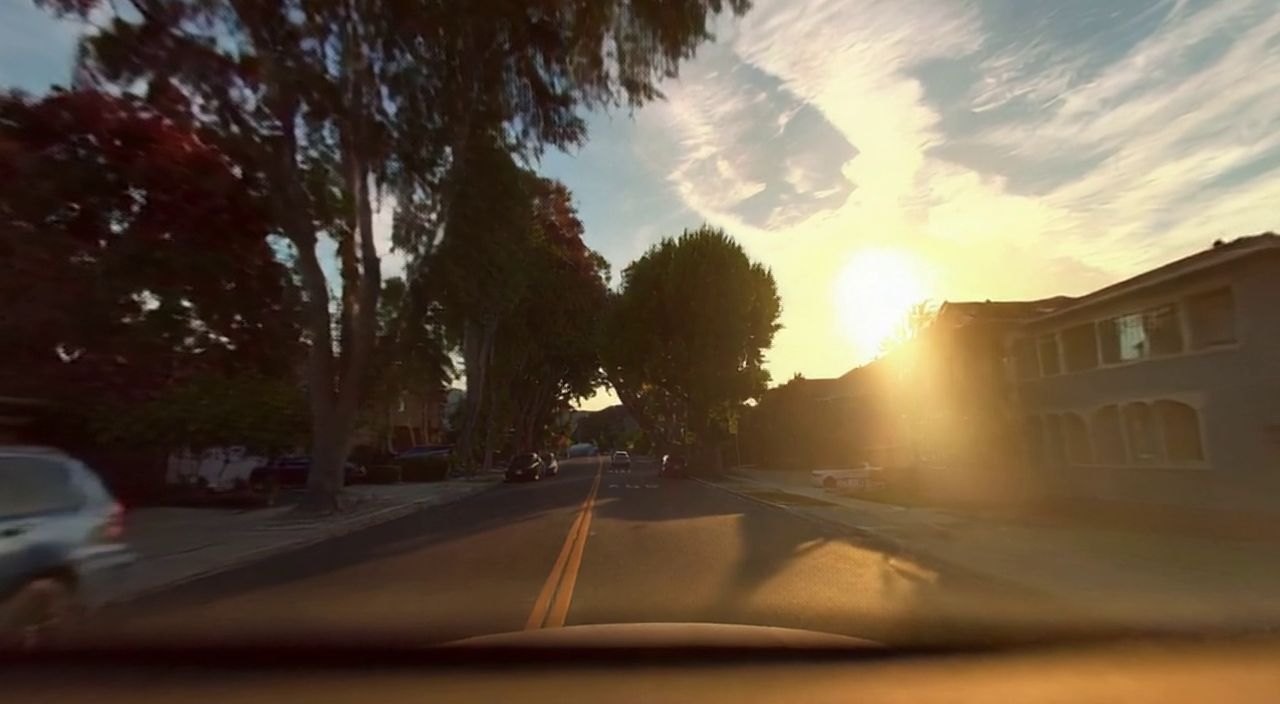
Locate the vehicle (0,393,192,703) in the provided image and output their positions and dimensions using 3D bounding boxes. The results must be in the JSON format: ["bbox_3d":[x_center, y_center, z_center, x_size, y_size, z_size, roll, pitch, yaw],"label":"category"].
[{"bbox_3d":[-4.760,1.069,2.942,2.093,1.810,4.555,-2,-9,-2],"label":"vehicle"}]

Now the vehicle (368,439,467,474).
[{"bbox_3d":[-13.632,6.415,38.933,5.234,2.076,2.197,0,-9,-1],"label":"vehicle"}]

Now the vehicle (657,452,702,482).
[{"bbox_3d":[2.194,6.565,36.434,2.047,1.532,4.350,0,-9,-4],"label":"vehicle"}]

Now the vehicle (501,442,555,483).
[{"bbox_3d":[-6.105,6.182,34.991,2.155,1.907,5.100,-3,-12,-1],"label":"vehicle"}]

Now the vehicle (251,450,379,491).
[{"bbox_3d":[-12.617,4.594,24.723,3.989,1.485,1.814,0,-9,-4],"label":"vehicle"}]
